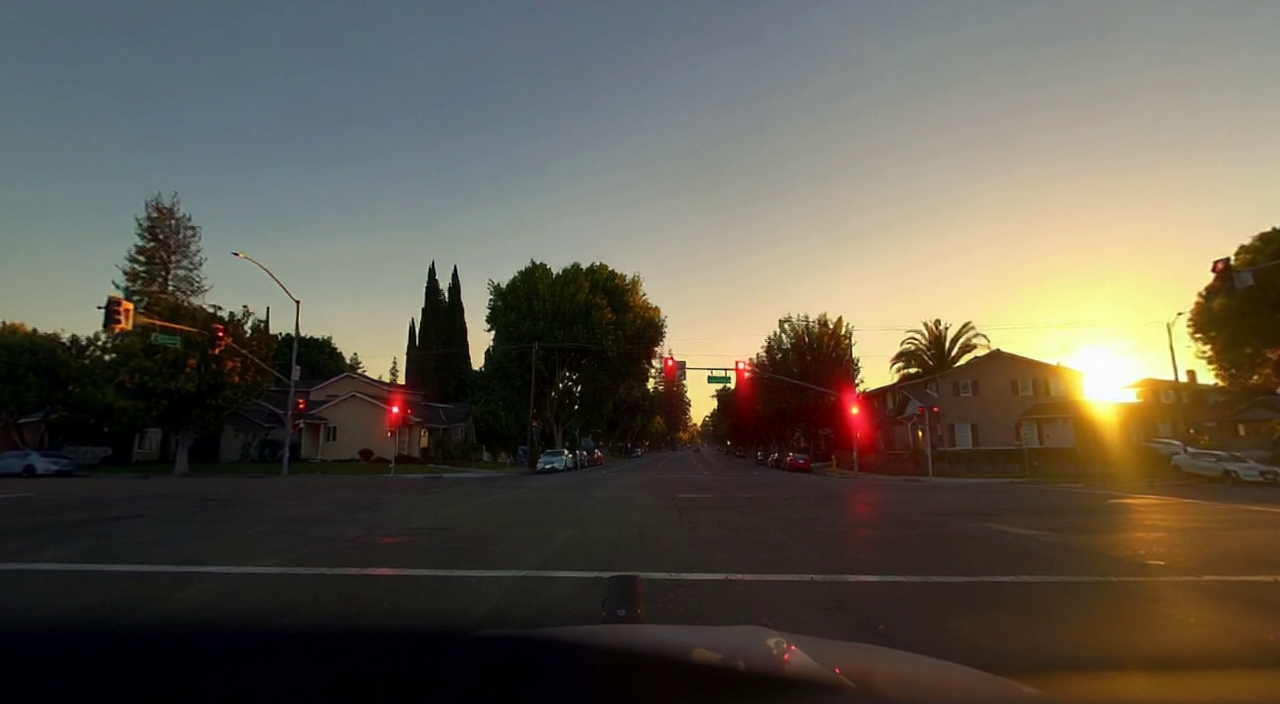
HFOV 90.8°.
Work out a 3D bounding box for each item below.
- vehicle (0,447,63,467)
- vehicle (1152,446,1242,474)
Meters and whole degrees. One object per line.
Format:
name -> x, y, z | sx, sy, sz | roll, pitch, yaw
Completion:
vehicle -> -44.290, 7.520, 45.391 | 3.949, 1.422, 1.744 | 0, -9, 1
vehicle -> 36.775, 7.093, 41.884 | 1.853, 1.723, 4.460 | 0, -9, -1
